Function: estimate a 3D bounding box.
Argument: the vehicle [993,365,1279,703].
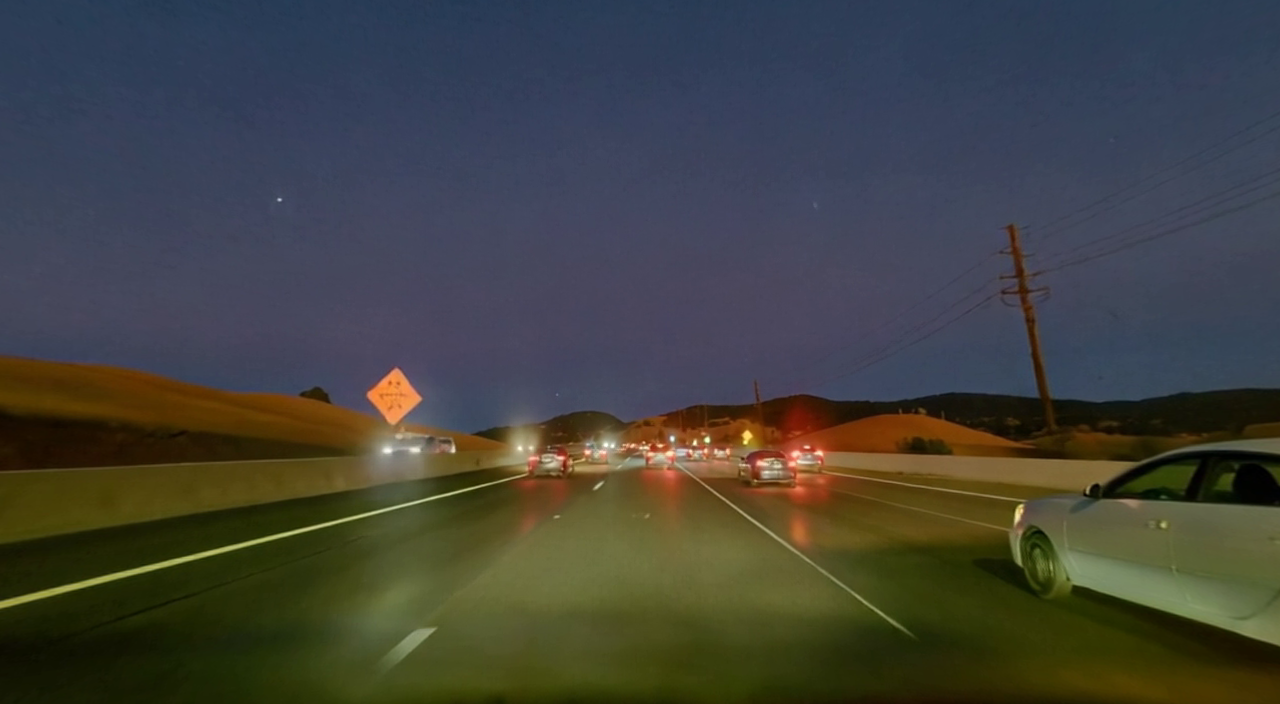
[{"bbox_3d":[3.869,0.884,2.731,2.018,1.670,4.658,0,-8,1],"label":"vehicle"}]

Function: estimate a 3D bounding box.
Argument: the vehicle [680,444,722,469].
[{"bbox_3d":[3.749,6.458,39.338,2.177,1.453,4.205,0,-8,-1],"label":"vehicle"}]

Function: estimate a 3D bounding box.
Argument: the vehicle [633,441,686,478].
[{"bbox_3d":[0.799,4.685,27.701,2.138,1.473,4.392,0,-8,0],"label":"vehicle"}]

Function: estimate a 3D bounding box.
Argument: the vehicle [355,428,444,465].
[{"bbox_3d":[-13.971,5.560,37.210,2.547,1.937,6.432,-1,-8,1],"label":"vehicle"}]

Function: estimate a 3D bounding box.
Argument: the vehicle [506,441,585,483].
[{"bbox_3d":[-3.444,4.107,23.860,2.232,1.438,4.163,-1,-8,2],"label":"vehicle"}]

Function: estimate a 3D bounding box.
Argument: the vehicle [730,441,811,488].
[{"bbox_3d":[4.470,3.906,22.198,1.867,1.465,4.093,0,-8,-2],"label":"vehicle"}]
